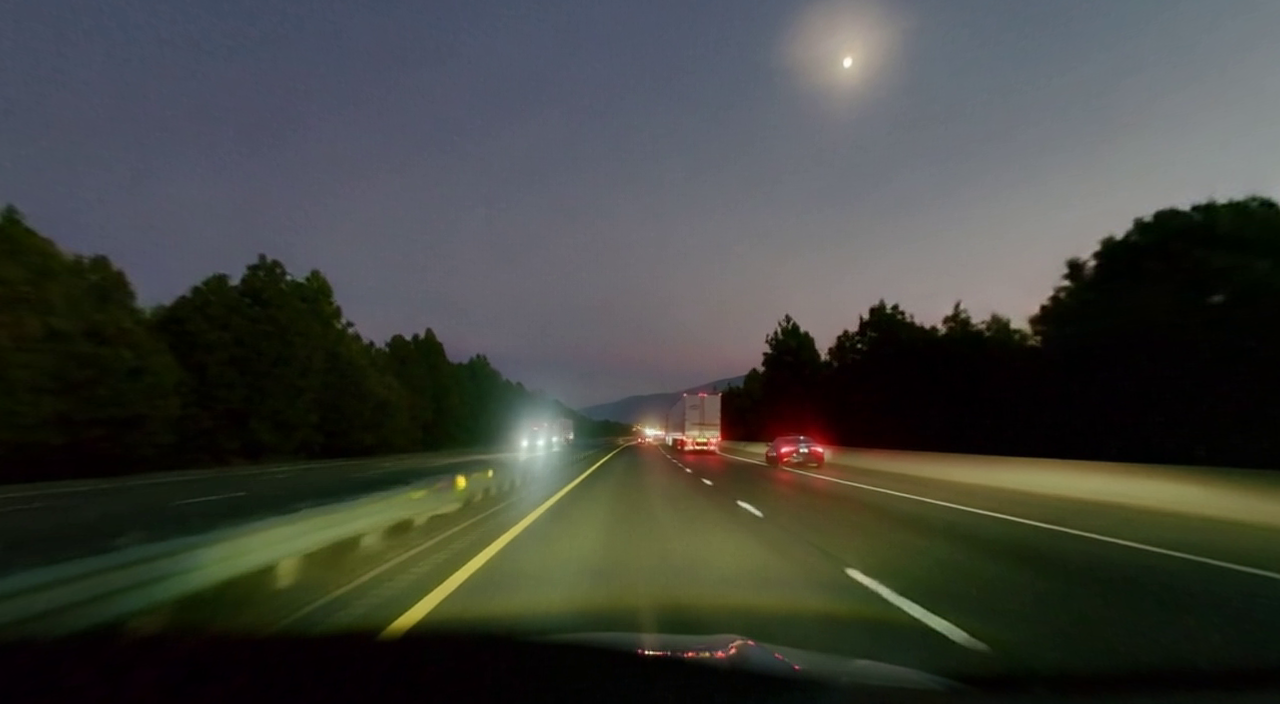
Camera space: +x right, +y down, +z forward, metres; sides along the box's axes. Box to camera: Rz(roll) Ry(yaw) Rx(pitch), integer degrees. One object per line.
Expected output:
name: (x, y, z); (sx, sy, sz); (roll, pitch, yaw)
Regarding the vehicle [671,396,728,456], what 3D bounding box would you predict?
vehicle: (4.315, 5.871, 49.110); (2.951, 4.007, 13.976); (0, -8, 0)
